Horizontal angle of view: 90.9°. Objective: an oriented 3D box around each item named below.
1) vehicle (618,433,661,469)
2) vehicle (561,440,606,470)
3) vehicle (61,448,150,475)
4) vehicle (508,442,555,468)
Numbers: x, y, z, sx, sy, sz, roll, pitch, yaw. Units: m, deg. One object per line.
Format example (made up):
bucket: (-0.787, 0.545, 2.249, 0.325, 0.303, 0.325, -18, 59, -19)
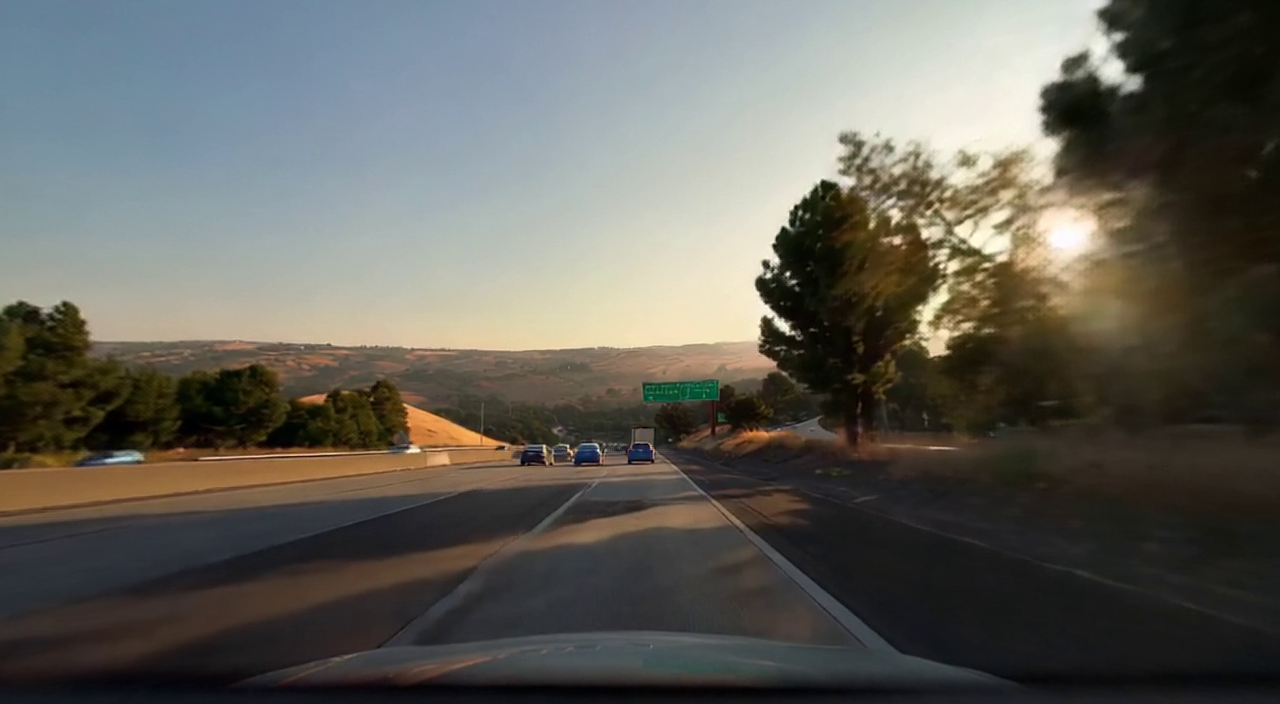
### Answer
vehicle: (0.005, 5.659, 36.282, 2.309, 1.915, 5.130, 0, -8, 0)
vehicle: (-3.228, 5.993, 36.987, 2.139, 1.589, 5.102, 0, -8, 1)
vehicle: (-38.034, 7.779, 45.098, 2.252, 1.816, 4.784, 0, -9, -2)
vehicle: (-6.748, 6.433, 39.673, 2.009, 1.519, 4.697, 0, -8, 1)
